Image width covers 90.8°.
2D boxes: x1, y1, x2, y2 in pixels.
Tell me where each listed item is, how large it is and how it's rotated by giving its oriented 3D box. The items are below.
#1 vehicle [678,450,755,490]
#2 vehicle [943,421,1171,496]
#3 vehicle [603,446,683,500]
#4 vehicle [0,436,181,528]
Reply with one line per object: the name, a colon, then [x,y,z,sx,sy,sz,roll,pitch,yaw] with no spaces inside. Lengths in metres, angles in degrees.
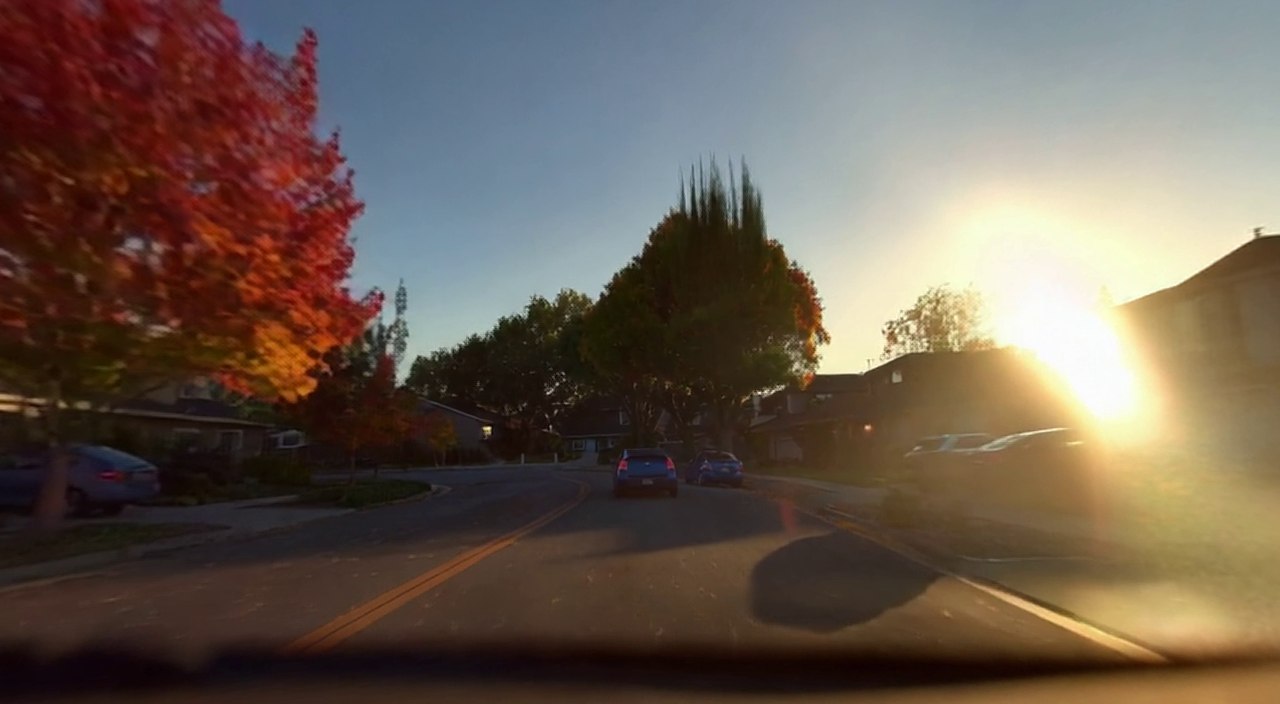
vehicle: [2.946,4.677,25.423,2.089,1.462,4.529,1,-9,-6]
vehicle: [10.683,2.722,16.409,4.524,1.587,2.064,-2,-8,-7]
vehicle: [-0.026,3.709,19.675,2.192,1.474,4.192,1,-9,-3]
vehicle: [-13.020,2.746,13.518,4.597,1.794,2.043,1,-10,-6]
